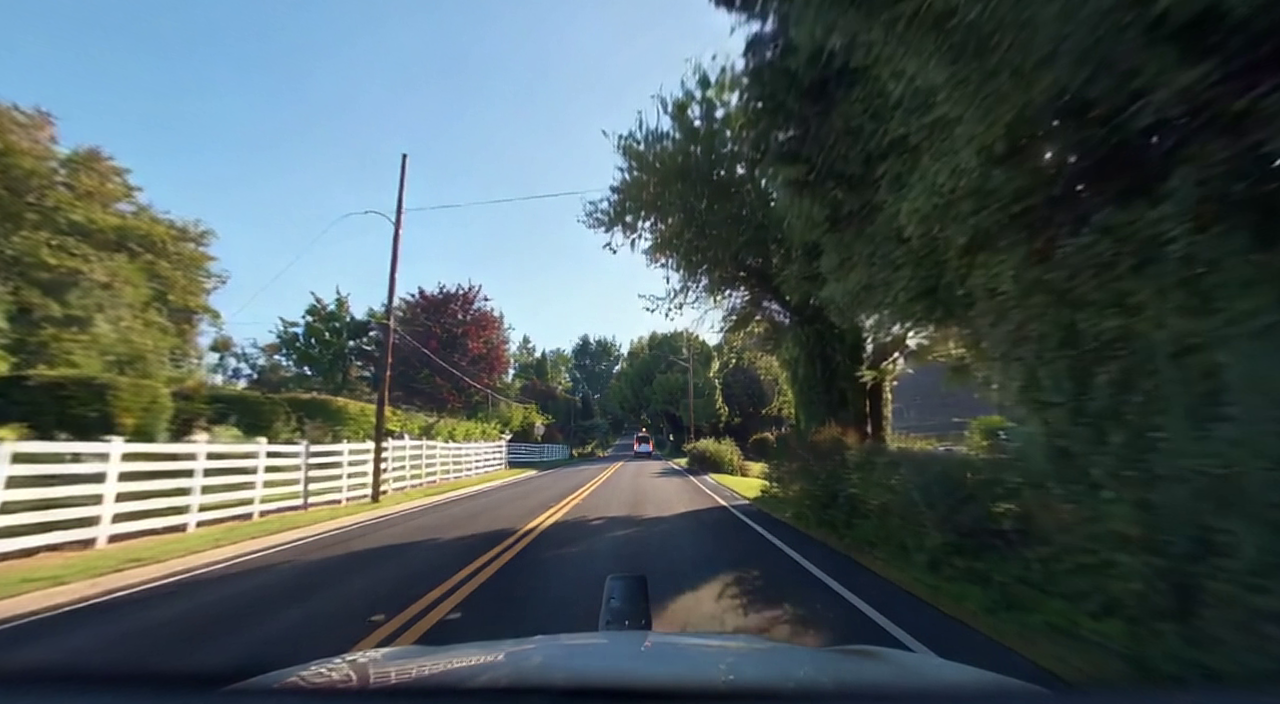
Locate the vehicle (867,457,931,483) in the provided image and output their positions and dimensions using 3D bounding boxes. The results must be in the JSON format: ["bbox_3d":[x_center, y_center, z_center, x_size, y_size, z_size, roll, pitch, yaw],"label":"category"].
[{"bbox_3d":[16.183,7.383,39.645,2.001,1.450,4.481,0,-8,-2],"label":"vehicle"}]

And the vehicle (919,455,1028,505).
[{"bbox_3d":[14.402,5.517,27.667,2.009,1.781,5.311,-1,-8,2],"label":"vehicle"}]

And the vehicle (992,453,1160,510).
[{"bbox_3d":[18.263,5.393,26.897,2.328,1.955,5.699,-3,-9,-11],"label":"vehicle"}]

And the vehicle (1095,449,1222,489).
[{"bbox_3d":[21.479,4.843,26.321,1.782,1.451,3.741,-2,-9,-7],"label":"vehicle"}]
